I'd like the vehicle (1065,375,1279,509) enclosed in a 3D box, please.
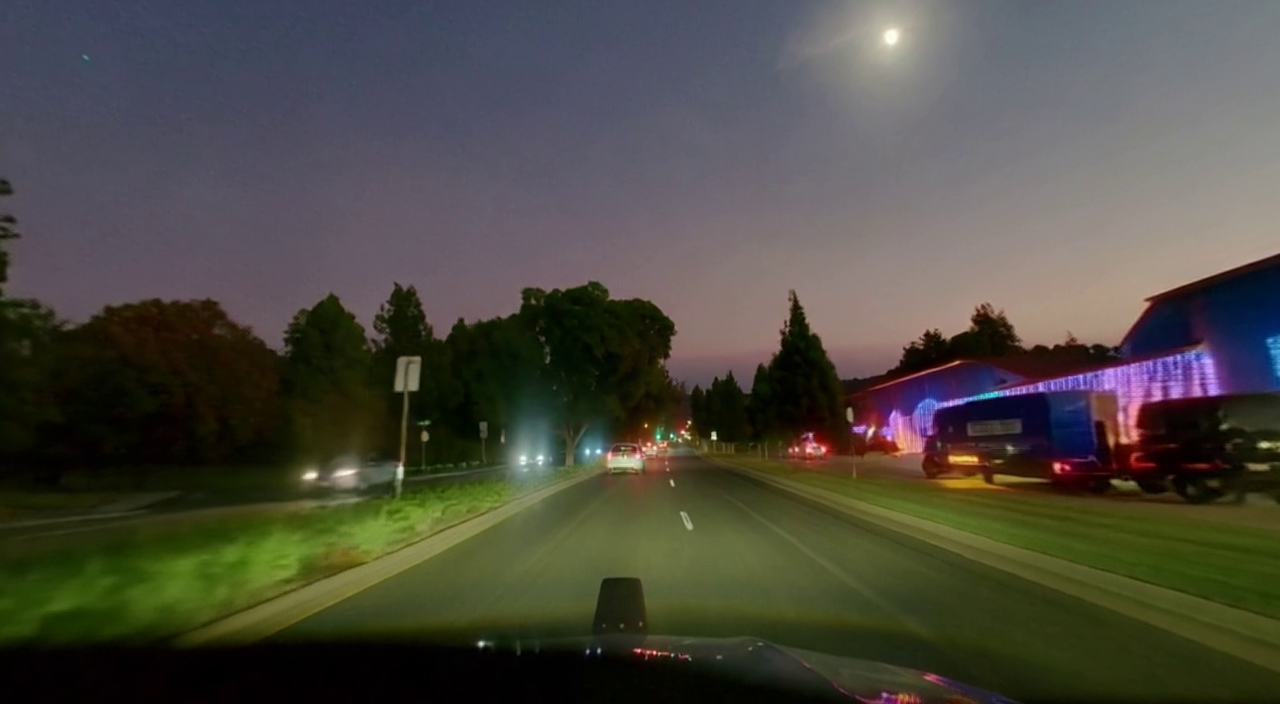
[{"bbox_3d":[13.233,2.060,14.472,2.507,2.441,6.959,-1,-8,4],"label":"vehicle"}]

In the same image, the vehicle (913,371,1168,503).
[{"bbox_3d":[13.926,3.168,23.683,2.794,3.710,10.785,-3,-8,3],"label":"vehicle"}]

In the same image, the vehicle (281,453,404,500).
[{"bbox_3d":[-10.798,4.513,23.317,1.937,1.465,4.506,-1,-8,6],"label":"vehicle"}]

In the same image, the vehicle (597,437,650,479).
[{"bbox_3d":[-0.642,4.686,28.244,2.129,1.713,4.314,0,-8,2],"label":"vehicle"}]
